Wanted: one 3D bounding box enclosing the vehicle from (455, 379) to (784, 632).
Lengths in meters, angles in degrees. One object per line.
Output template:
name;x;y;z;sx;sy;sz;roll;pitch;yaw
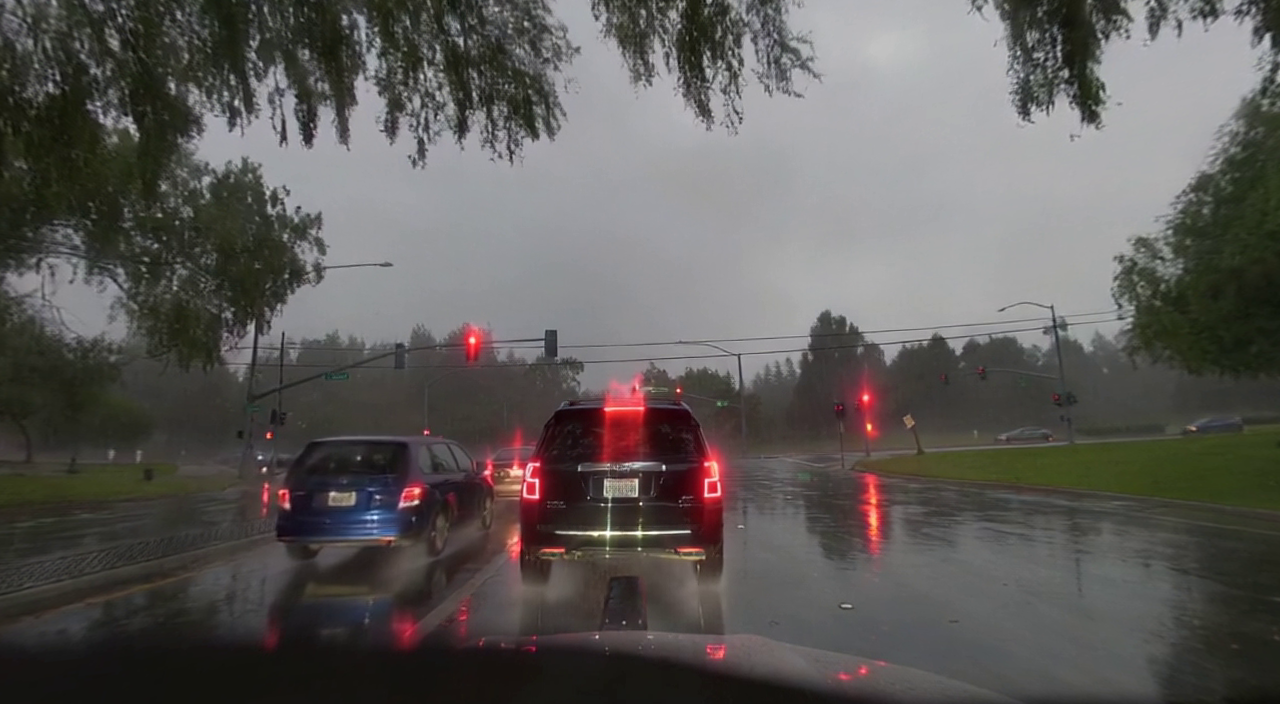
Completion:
vehicle;-0.167;1.380;6.584;2.298;1.770;4.138;0;-8;-1

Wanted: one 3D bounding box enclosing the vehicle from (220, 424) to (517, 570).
vehicle;-3.352;1.897;9.229;2.061;1.504;5.142;0;-8;0
